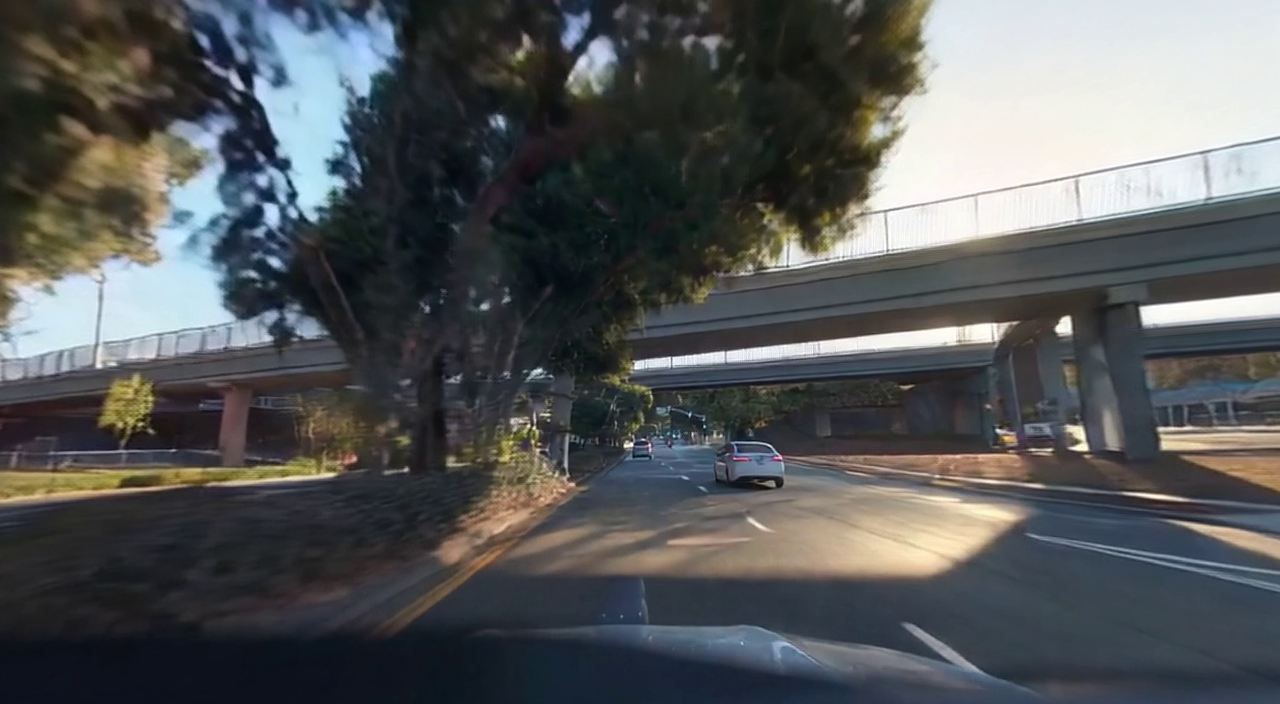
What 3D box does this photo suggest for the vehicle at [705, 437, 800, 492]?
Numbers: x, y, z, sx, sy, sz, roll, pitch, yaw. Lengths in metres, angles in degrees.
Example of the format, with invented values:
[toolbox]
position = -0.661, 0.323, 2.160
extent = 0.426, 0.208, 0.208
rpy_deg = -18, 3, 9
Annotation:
[vehicle]
position = 3.357, 3.459, 19.811
extent = 2.062, 1.484, 4.332
rpy_deg = 0, -8, -1
